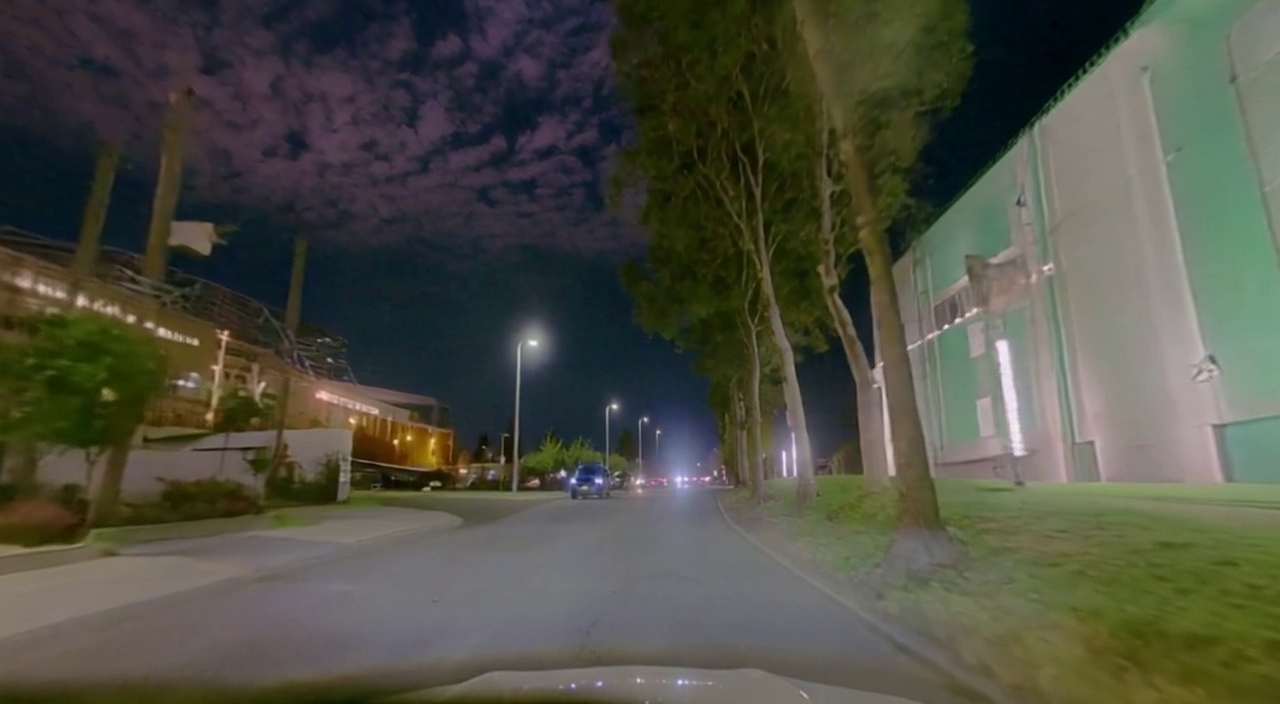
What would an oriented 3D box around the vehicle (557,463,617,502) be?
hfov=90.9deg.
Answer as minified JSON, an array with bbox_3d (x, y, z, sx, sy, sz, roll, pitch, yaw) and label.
[{"bbox_3d":[-2.649,6.690,32.564,2.022,1.776,4.625,-2,-10,9],"label":"vehicle"}]
